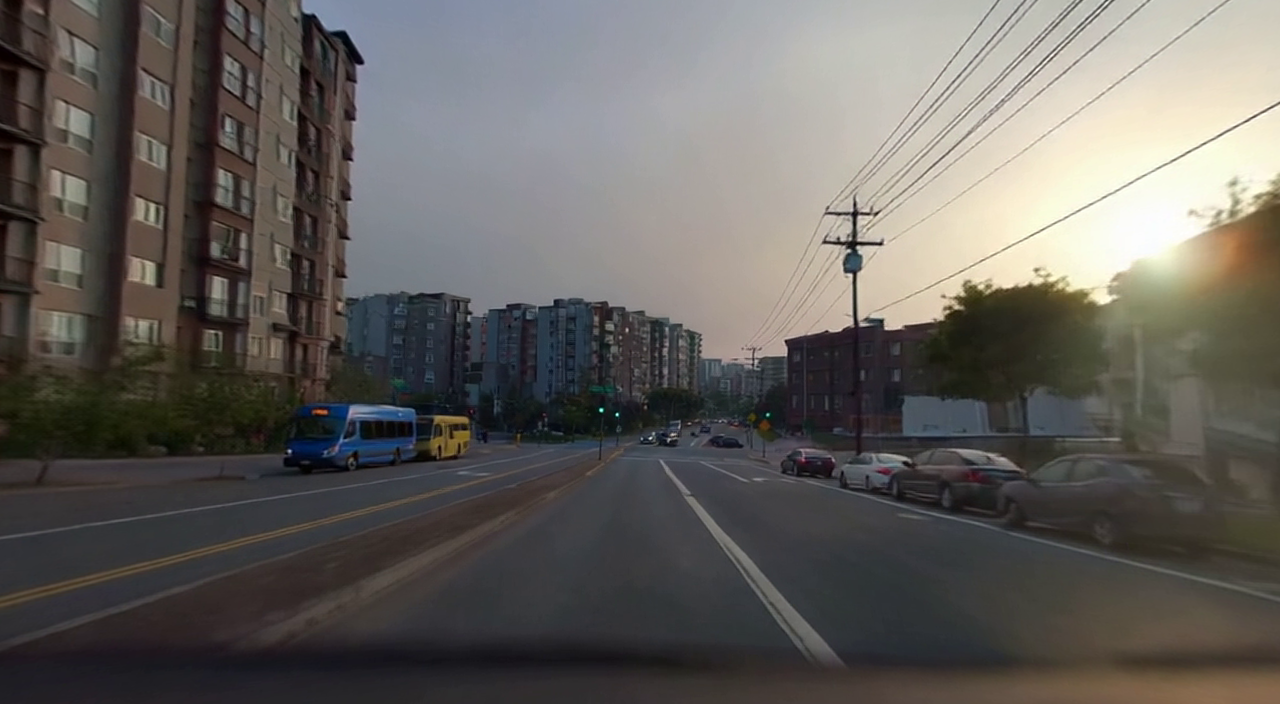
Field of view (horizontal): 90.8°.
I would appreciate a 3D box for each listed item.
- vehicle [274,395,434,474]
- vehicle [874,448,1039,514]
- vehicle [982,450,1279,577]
[{"bbox_3d":[-13.797,4.221,31.917,3.060,3.307,9.997,0,-8,2],"label":"vehicle"},{"bbox_3d":[8.119,3.312,16.844,1.996,1.473,4.740,0,-8,1],"label":"vehicle"},{"bbox_3d":[7.991,2.459,10.548,1.997,1.517,4.755,1,-8,1],"label":"vehicle"}]
